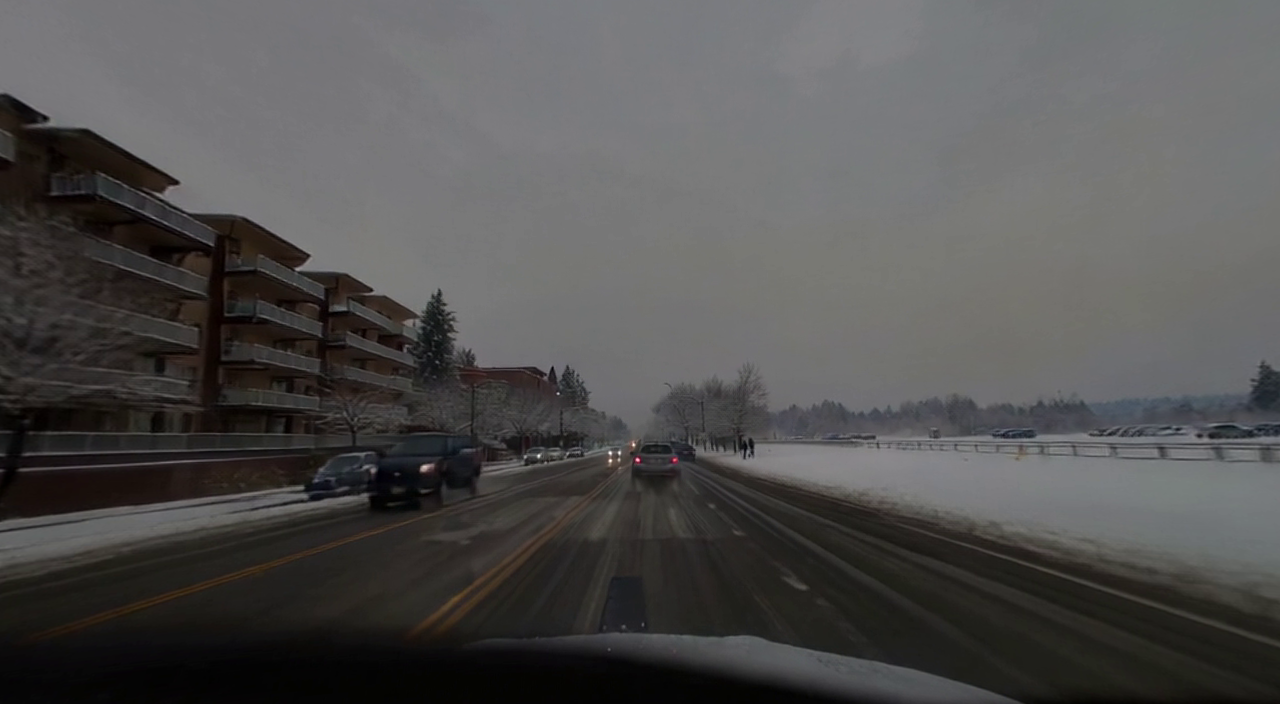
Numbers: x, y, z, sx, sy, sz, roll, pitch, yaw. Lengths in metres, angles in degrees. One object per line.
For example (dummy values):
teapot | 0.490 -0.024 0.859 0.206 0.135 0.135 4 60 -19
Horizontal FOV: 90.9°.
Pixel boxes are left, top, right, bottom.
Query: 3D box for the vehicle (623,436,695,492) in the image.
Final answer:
vehicle | 0.577 3.606 20.558 2.132 1.632 3.838 0 -9 0

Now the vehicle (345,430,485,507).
vehicle | -6.048 3.183 17.685 2.065 1.838 4.846 0 -9 1

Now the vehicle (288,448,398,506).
vehicle | -10.213 4.254 22.015 1.932 1.607 4.191 -5 -8 -2
